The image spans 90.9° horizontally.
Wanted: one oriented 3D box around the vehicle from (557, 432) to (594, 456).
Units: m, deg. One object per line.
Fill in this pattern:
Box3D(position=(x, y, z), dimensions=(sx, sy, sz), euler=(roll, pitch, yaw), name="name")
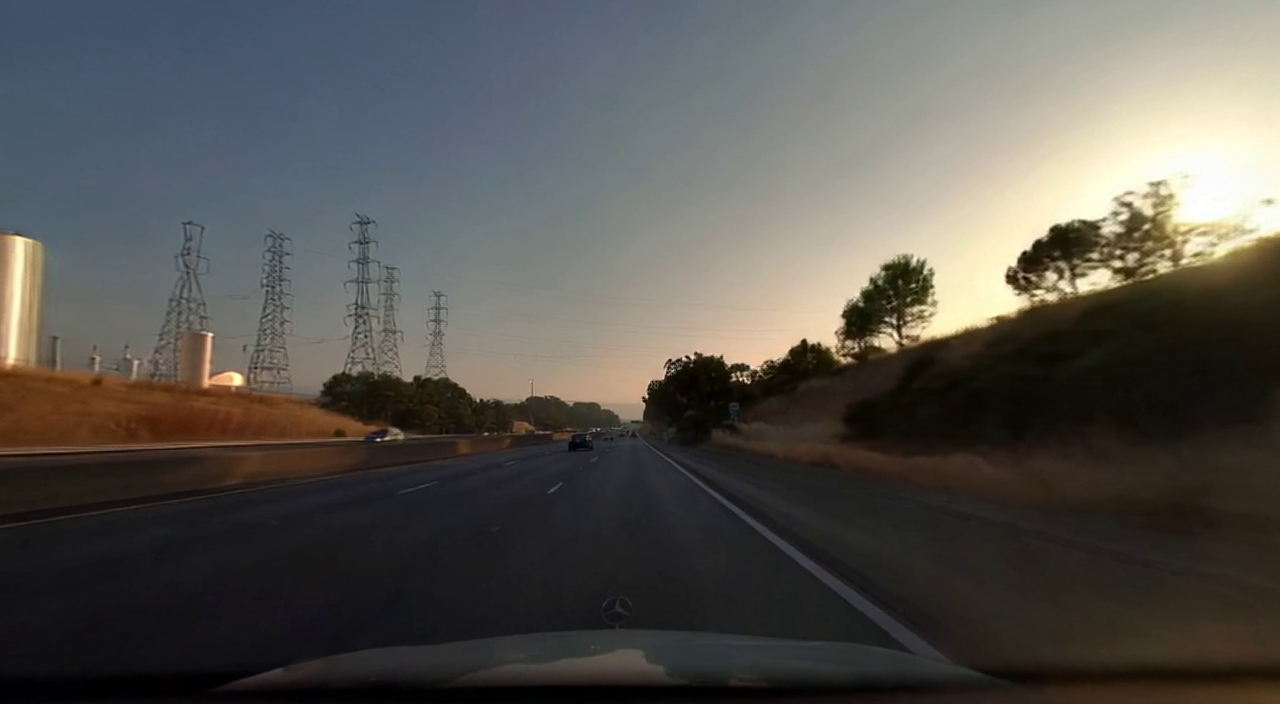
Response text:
Box3D(position=(-4.005, 5.796, 39.800), dimensions=(1.952, 1.462, 3.969), euler=(0, -8, -1), name="vehicle")
